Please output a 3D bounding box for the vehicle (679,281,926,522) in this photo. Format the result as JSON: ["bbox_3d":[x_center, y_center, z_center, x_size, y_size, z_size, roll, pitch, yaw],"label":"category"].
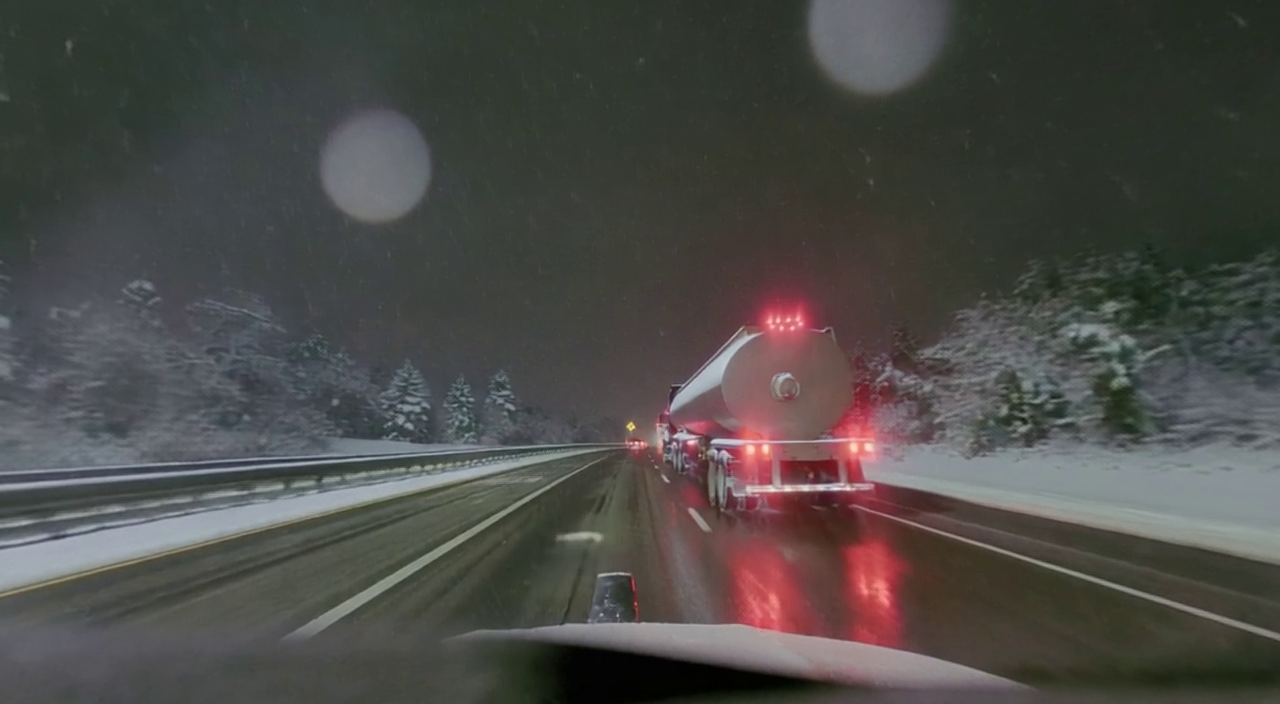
[{"bbox_3d":[2.837,1.498,15.495,2.946,3.745,11.516,0,-8,0],"label":"vehicle"}]
